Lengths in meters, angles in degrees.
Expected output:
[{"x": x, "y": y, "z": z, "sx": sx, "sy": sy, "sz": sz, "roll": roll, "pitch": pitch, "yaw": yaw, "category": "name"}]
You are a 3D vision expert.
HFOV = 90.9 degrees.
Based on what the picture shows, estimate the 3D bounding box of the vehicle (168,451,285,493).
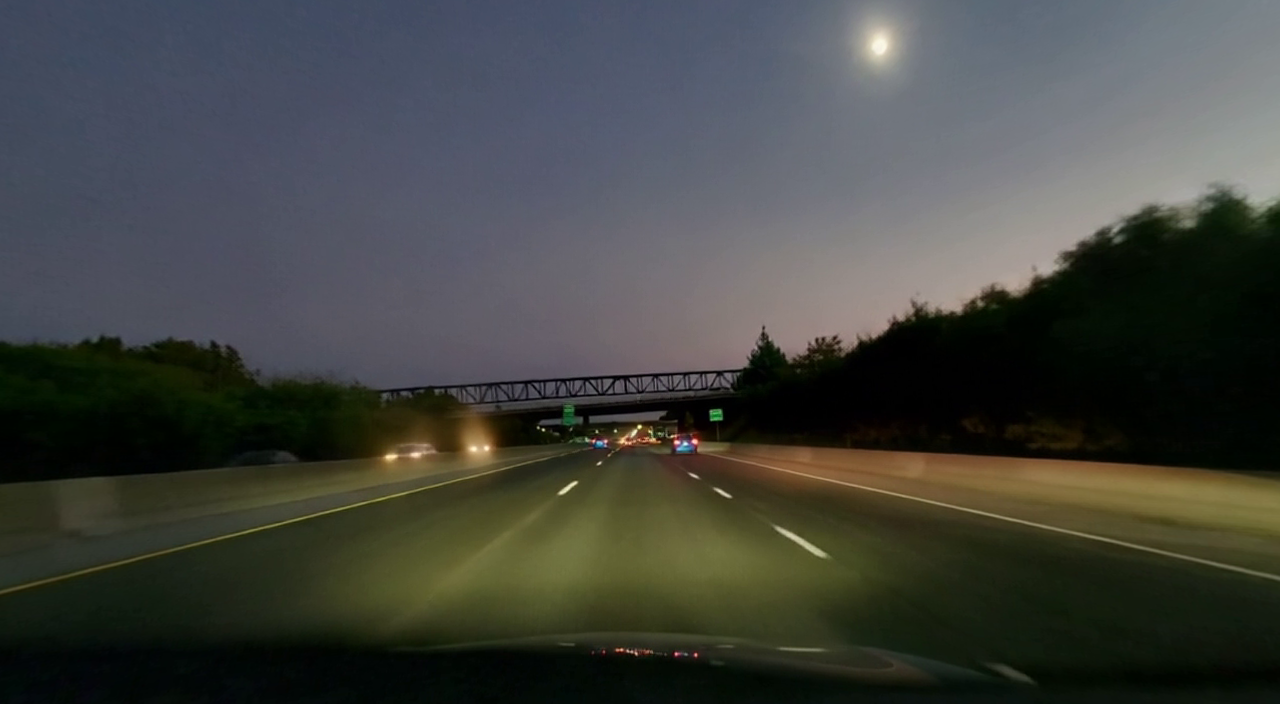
[{"x": -16.904, "y": 4.887, "z": 26.053, "sx": 1.887, "sy": 1.469, "sz": 4.382, "roll": 0, "pitch": -8, "yaw": -1, "category": "vehicle"}]

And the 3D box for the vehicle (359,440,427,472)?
[{"x": -12.757, "y": 5.388, "z": 32.877, "sx": 1.868, "sy": 1.508, "sz": 4.408, "roll": 0, "pitch": -8, "yaw": -1, "category": "vehicle"}]
